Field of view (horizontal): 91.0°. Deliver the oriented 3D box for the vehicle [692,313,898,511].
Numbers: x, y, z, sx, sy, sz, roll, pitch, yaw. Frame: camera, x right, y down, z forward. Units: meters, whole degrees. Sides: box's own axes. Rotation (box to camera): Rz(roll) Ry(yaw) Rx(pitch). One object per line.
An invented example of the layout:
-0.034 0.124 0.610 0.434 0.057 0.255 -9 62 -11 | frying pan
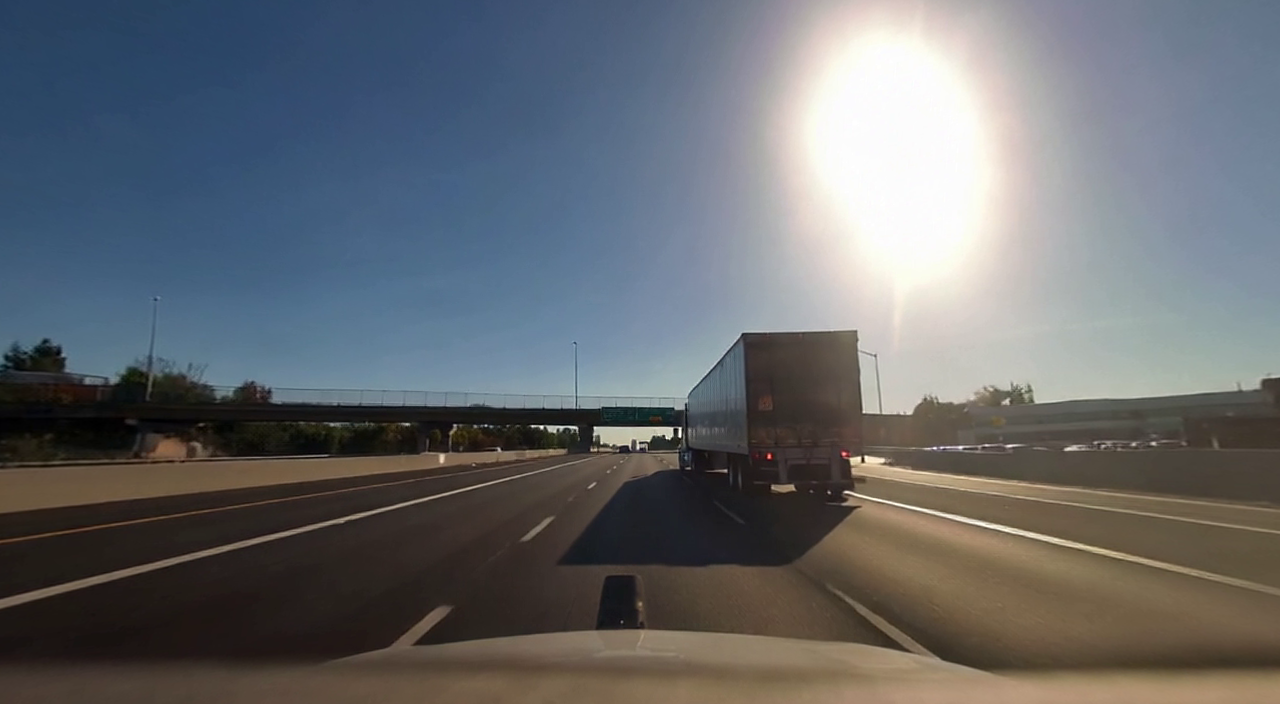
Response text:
3.868 2.412 21.178 2.949 4.149 16.046 0 -9 0 | vehicle
